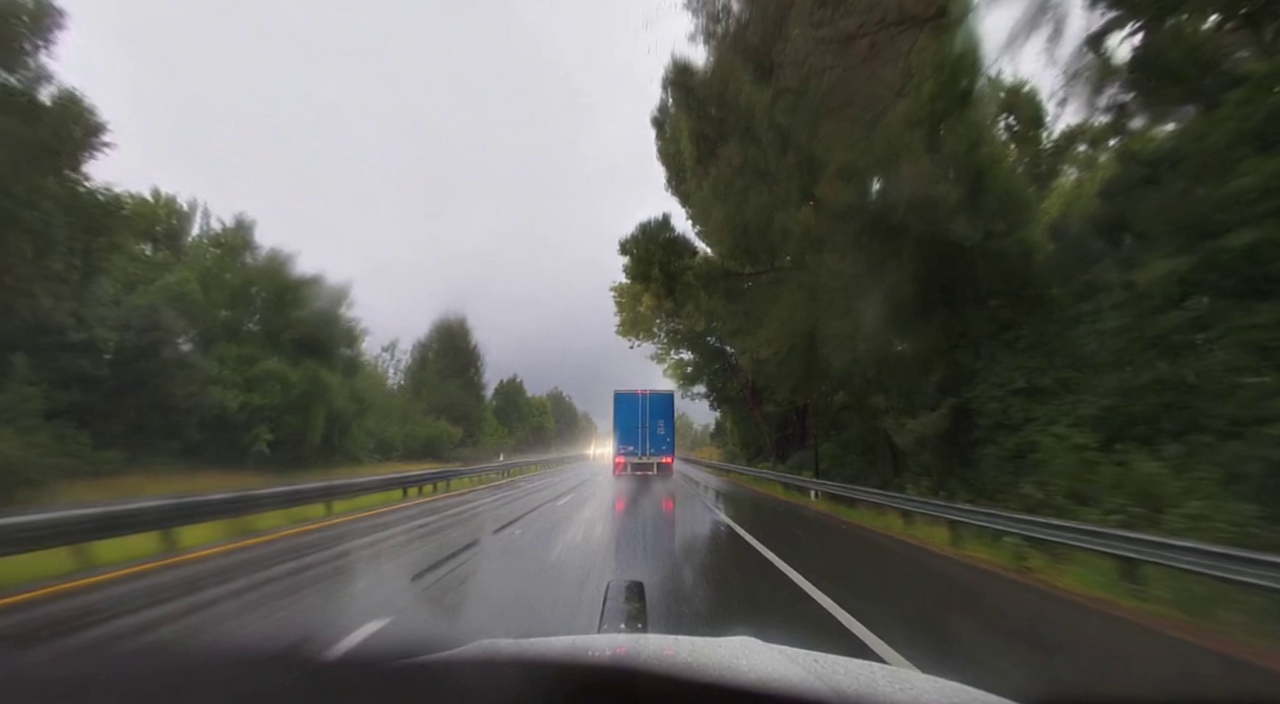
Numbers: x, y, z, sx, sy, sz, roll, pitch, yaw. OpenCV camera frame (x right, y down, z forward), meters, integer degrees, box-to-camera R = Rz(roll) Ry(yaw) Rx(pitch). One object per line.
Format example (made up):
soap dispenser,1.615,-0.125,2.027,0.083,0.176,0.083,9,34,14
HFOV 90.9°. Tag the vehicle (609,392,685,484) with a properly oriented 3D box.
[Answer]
vehicle,0.091,3.975,28.654,2.913,3.530,8.648,0,-9,-2
